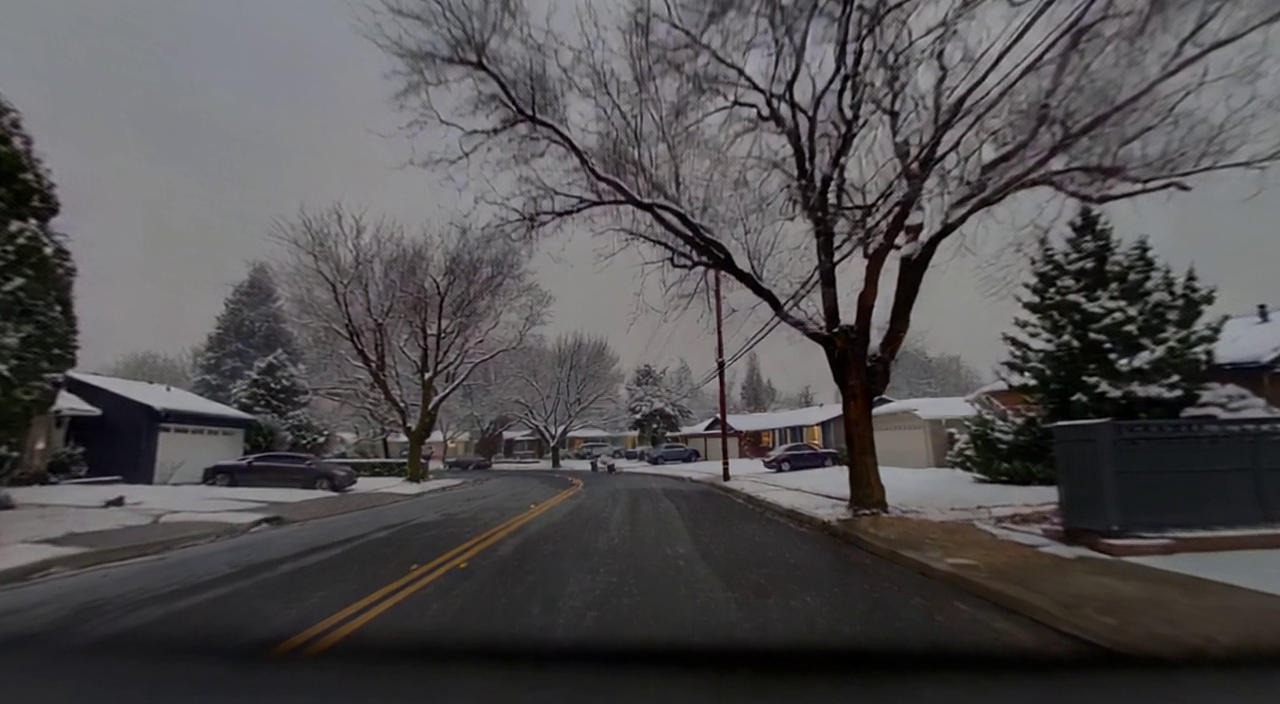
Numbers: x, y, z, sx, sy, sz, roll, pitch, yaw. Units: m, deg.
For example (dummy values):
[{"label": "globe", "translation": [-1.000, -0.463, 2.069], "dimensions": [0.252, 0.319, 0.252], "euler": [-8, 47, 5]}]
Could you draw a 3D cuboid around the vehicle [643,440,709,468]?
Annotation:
[{"label": "vehicle", "translation": [2.704, 7.611, 47.461], "dimensions": [4.459, 1.738, 1.930], "euler": [0, -8, -28]}]
